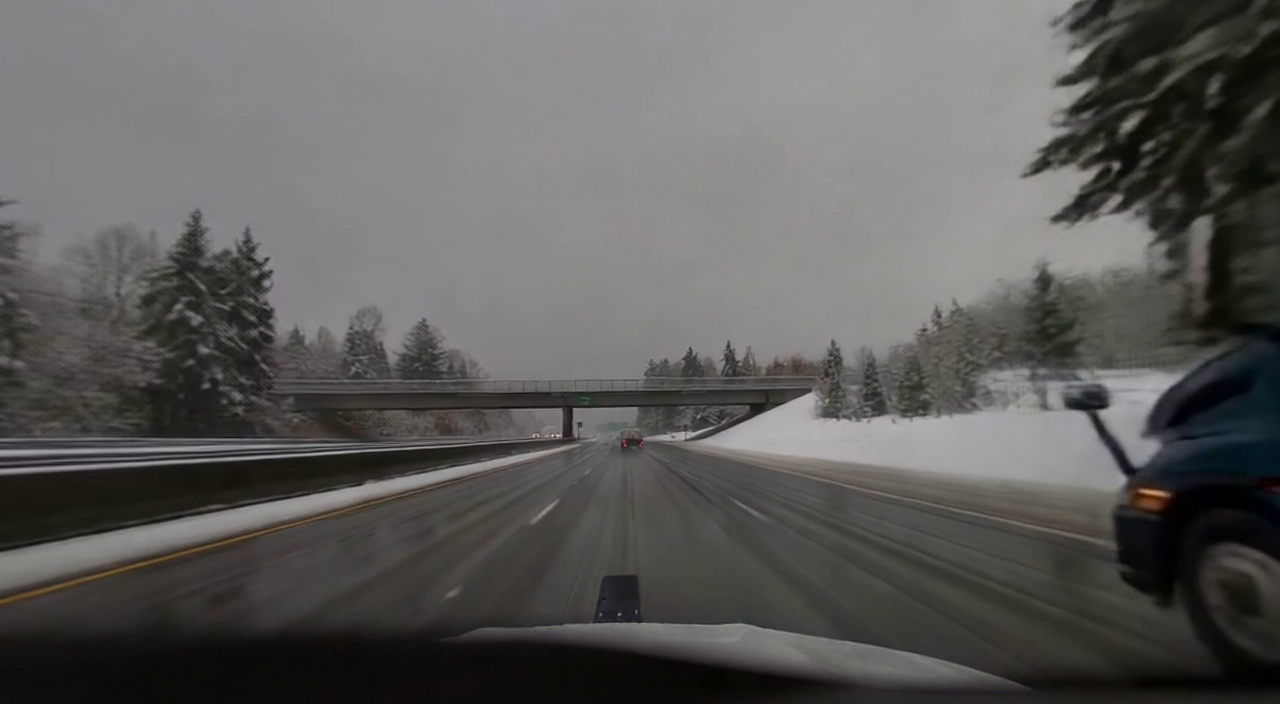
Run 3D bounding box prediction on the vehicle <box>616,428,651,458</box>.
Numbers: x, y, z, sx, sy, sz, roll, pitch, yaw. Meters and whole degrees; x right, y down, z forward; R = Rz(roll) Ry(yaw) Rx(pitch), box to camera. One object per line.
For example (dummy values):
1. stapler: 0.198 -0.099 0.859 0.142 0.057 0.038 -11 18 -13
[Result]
1. vehicle: -0.500 6.250 43.510 2.277 1.913 4.510 0 -8 -2
